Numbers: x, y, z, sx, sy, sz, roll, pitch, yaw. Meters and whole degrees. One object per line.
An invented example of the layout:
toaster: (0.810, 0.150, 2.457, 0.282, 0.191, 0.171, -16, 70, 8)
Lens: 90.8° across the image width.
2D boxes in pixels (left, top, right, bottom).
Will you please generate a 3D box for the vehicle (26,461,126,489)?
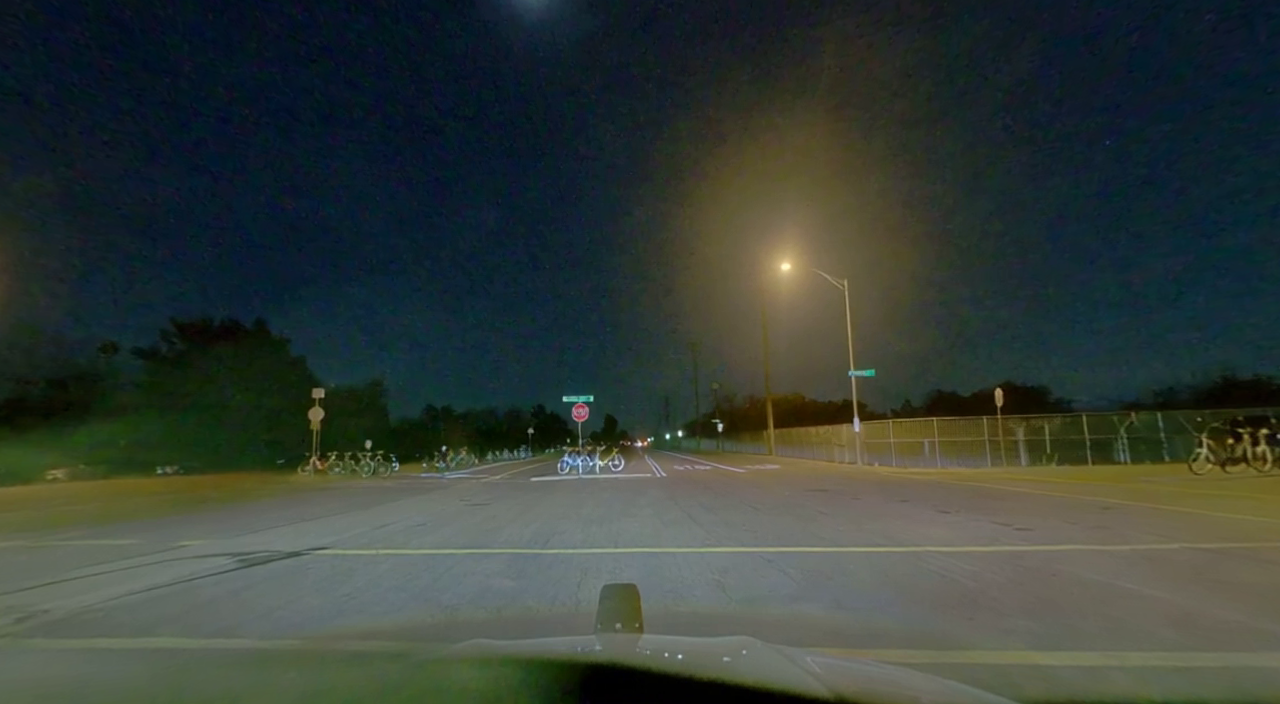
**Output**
vehicle: (-34.114, 7.423, 38.281, 4.210, 1.528, 1.932, 0, -9, 0)

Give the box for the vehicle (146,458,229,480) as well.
vehicle: (-33.675, 8.699, 47.094, 4.569, 1.558, 1.903, 0, -9, -5)

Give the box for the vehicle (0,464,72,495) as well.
vehicle: (-33.091, 6.675, 33.200, 4.546, 1.468, 1.901, 0, -9, 0)
